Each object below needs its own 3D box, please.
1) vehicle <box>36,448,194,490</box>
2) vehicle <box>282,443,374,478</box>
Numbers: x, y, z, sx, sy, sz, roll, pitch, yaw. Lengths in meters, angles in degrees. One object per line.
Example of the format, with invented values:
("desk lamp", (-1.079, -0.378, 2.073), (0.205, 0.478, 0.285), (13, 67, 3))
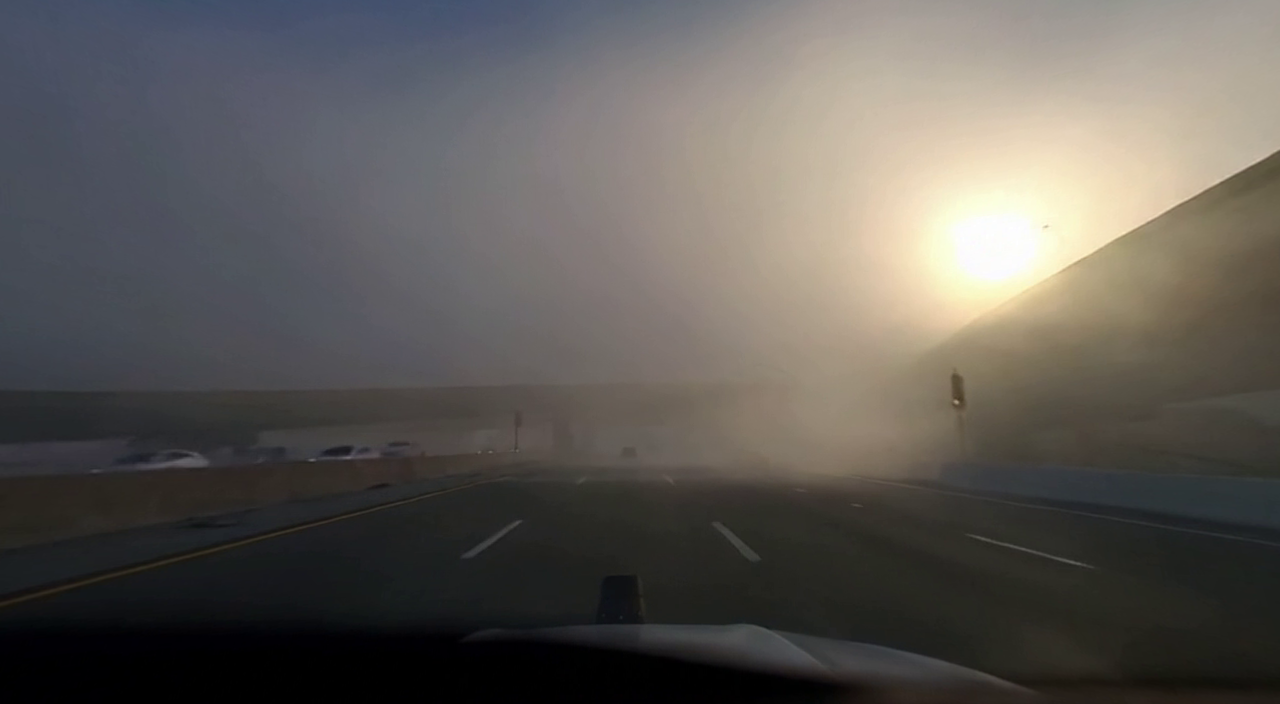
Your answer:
("vehicle", (-20.761, 4.612, 25.330), (2.312, 1.503, 4.691), (0, -9, 0))
("vehicle", (-14.429, 5.033, 29.550), (1.931, 1.502, 4.616), (0, -9, 0))
